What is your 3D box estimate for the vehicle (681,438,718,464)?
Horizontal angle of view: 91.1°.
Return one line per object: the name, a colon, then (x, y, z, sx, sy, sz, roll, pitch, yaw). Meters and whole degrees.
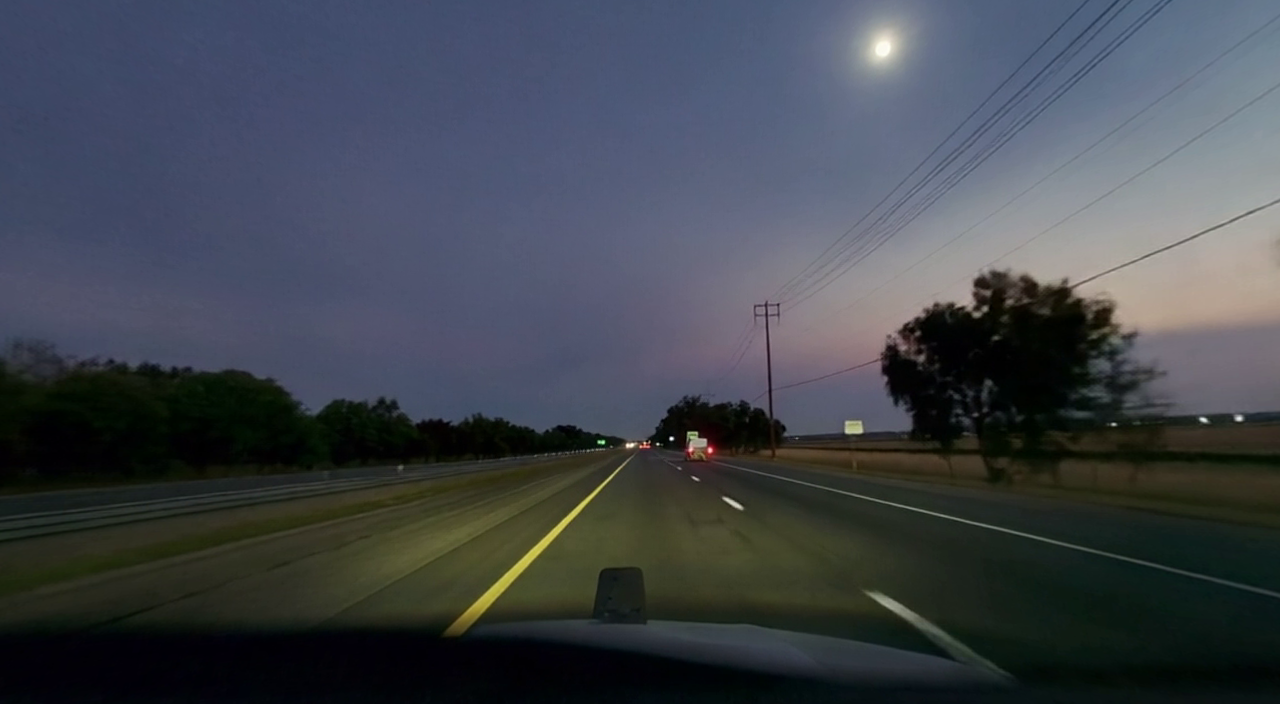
vehicle: (4.510, 7.639, 48.480, 2.228, 1.852, 5.449, 0, -8, -1)
